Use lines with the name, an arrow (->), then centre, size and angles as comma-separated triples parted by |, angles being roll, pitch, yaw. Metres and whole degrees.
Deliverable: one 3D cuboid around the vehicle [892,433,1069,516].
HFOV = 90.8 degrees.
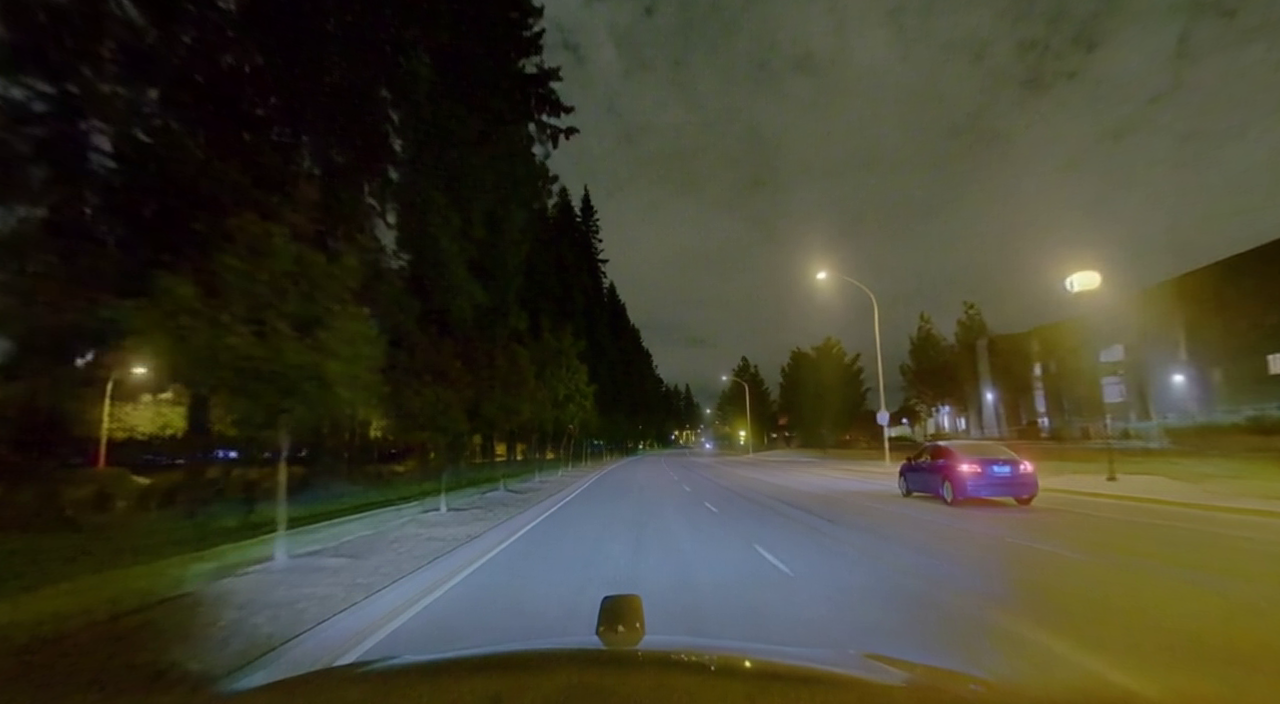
vehicle -> 7.005, 2.531, 13.463 | 1.797, 1.518, 3.433 | 0, -9, 0
